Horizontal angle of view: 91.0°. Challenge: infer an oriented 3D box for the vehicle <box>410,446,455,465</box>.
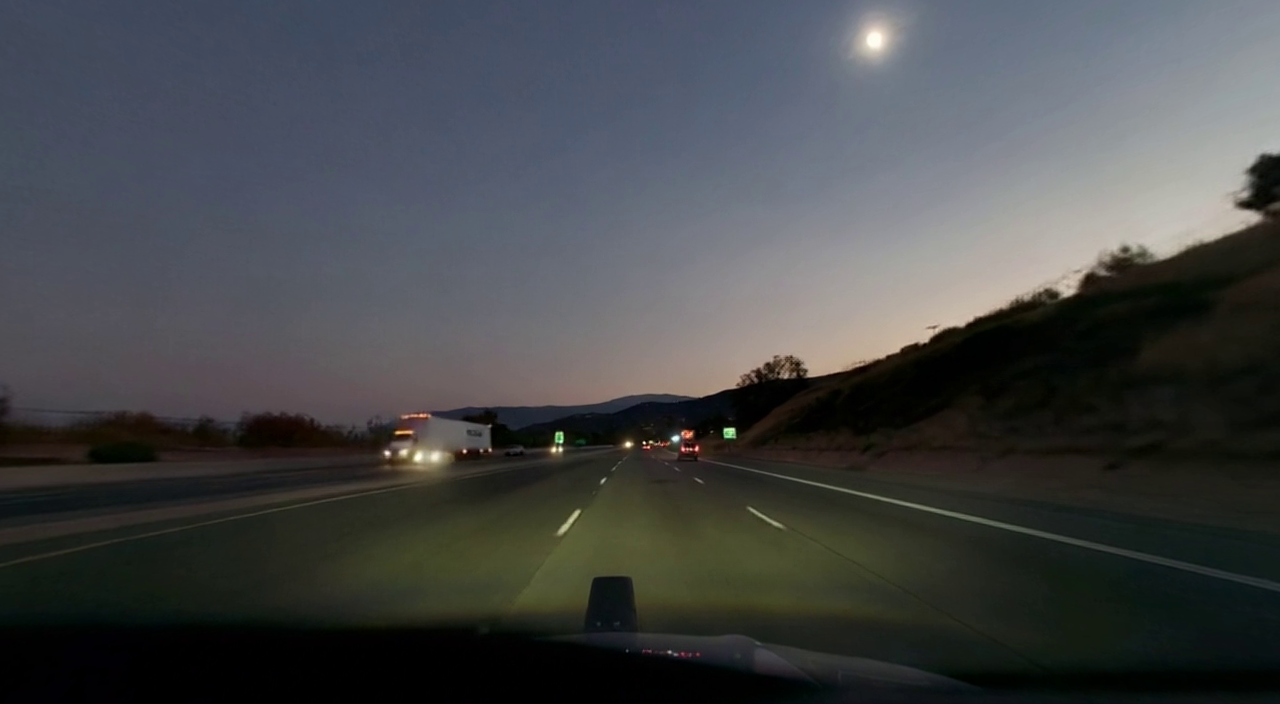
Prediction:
[{"bbox_3d":[-16.305,8.132,49.669,1.888,1.462,4.599,-1,-8,2],"label":"vehicle"}]
